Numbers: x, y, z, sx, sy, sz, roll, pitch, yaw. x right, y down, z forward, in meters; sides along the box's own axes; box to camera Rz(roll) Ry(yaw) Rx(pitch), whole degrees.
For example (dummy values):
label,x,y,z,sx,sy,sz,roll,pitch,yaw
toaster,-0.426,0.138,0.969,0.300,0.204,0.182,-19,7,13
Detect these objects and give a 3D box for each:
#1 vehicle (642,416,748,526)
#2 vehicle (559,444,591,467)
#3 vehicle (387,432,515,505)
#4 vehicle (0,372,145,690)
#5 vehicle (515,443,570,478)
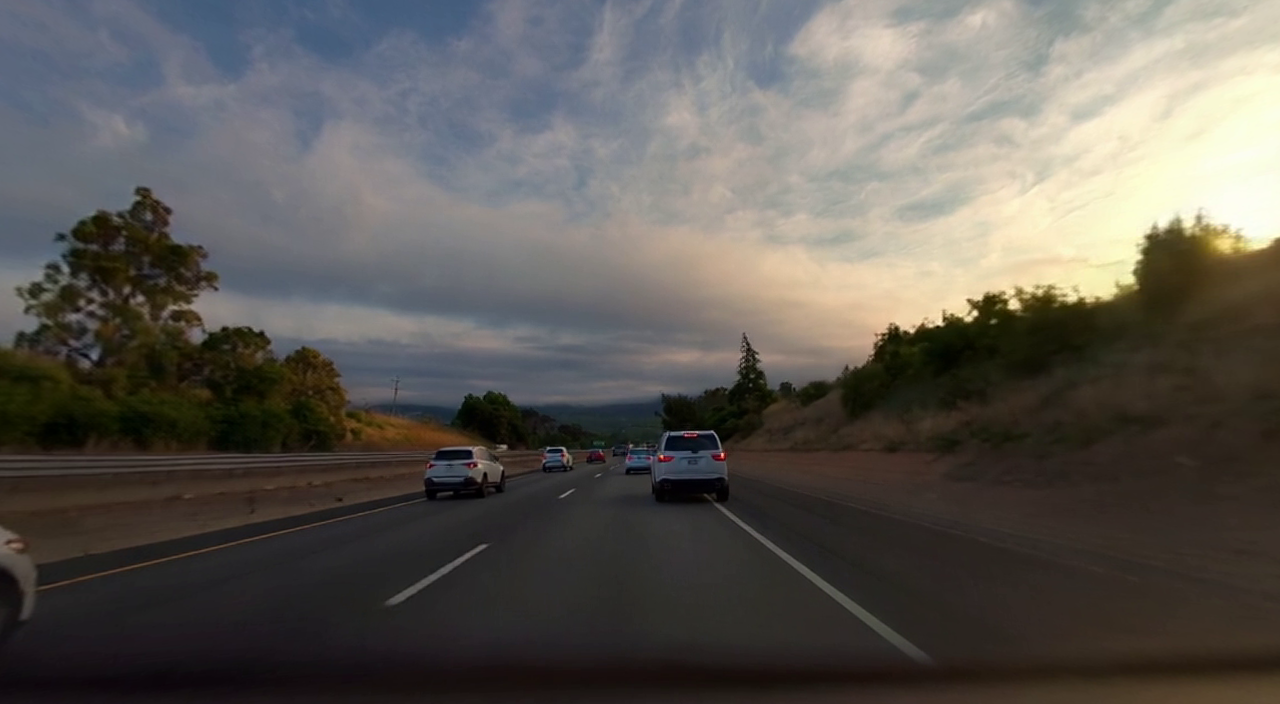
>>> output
label,x,y,z,sx,sy,sz,roll,pitch,yaw
vehicle,0.971,2.400,13.153,1.825,1.920,3.960,0,-9,0
vehicle,-4.548,7.362,44.798,1.855,1.527,4.209,0,-9,0
vehicle,-4.730,2.976,16.501,1.934,1.642,4.201,0,-9,2
vehicle,-4.375,0.766,2.161,2.034,1.642,3.969,0,-9,1
vehicle,-4.470,5.029,29.408,1.867,1.489,3.829,0,-9,1
